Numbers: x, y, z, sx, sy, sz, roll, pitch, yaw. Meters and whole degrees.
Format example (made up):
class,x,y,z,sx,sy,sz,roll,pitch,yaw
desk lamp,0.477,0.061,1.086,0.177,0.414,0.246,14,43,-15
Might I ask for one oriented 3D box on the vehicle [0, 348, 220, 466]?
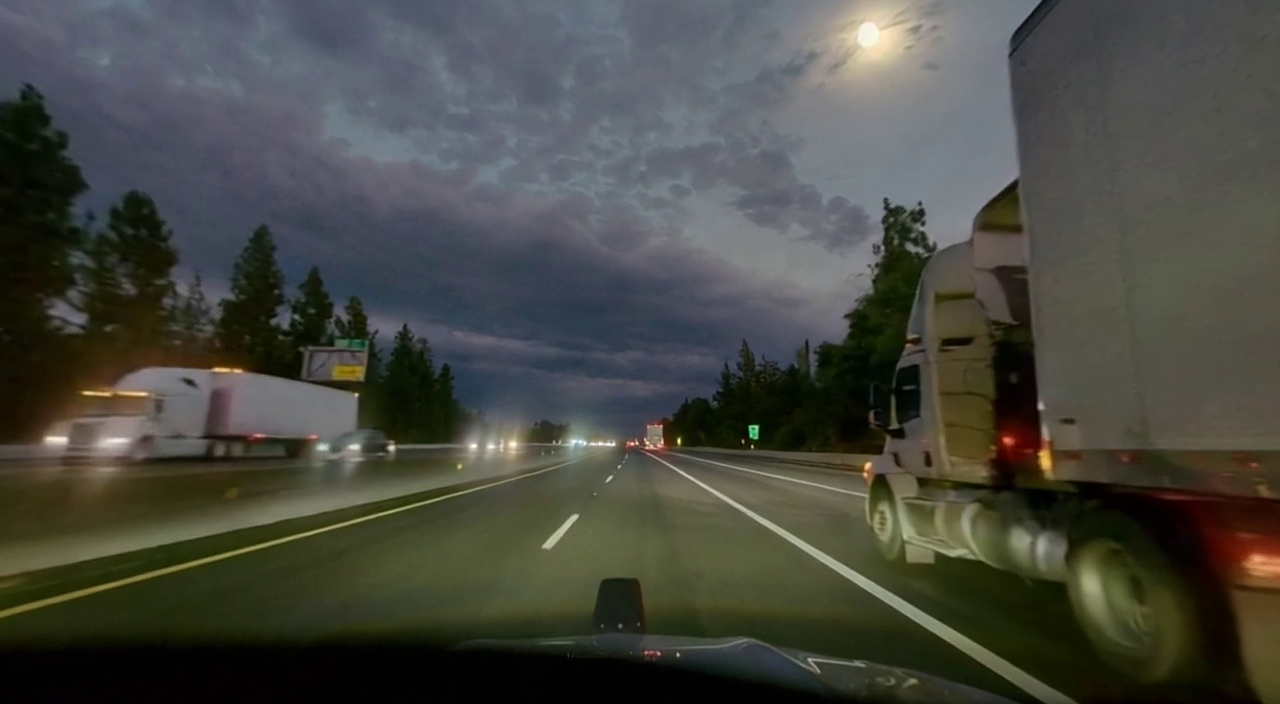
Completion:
class,x,y,z,sx,sy,sz,roll,pitch,yaw
vehicle,-19.498,2.240,23.834,2.949,3.933,5.897,0,-9,0

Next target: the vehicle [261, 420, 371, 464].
class,x,y,z,sx,sy,sz,roll,pitch,yaw
vehicle,-12.202,3.450,24.103,1.862,1.504,4.333,0,-9,0

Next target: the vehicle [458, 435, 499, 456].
class,x,y,z,sx,sy,sz,roll,pitch,yaw
vehicle,-12.210,7.101,47.825,1.881,1.457,4.387,0,-9,1

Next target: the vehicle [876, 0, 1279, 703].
class,x,y,z,sx,sy,sz,roll,pitch,yaw
vehicle,4.476,0.048,4.768,3.000,3.889,6.005,0,-9,1
